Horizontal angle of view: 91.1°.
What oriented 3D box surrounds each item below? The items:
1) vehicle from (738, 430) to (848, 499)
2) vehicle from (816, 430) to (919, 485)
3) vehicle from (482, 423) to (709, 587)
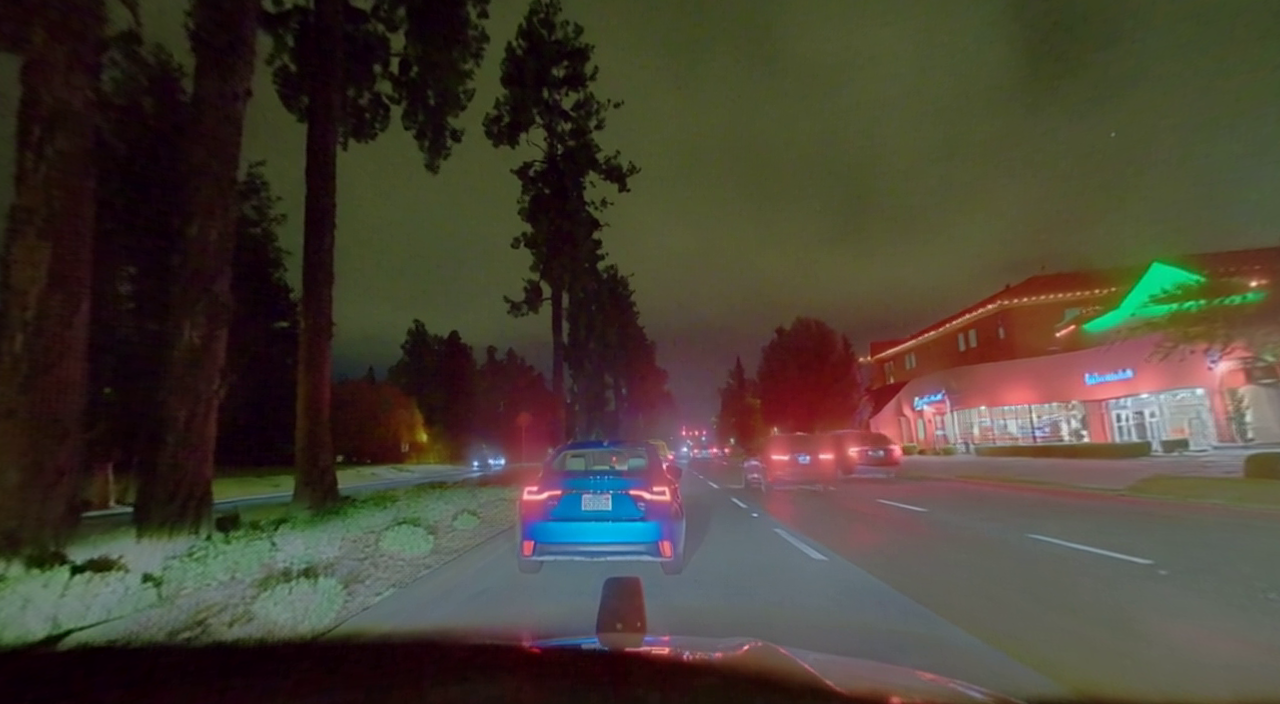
[{"bbox_3d":[4.009,3.032,17.287,1.971,1.637,4.317,0,-8,0],"label":"vehicle"},{"bbox_3d":[7.872,3.697,22.242,2.064,1.747,4.372,0,-8,1],"label":"vehicle"},{"bbox_3d":[-0.409,1.726,7.923,2.111,1.506,4.018,0,-8,0],"label":"vehicle"}]
